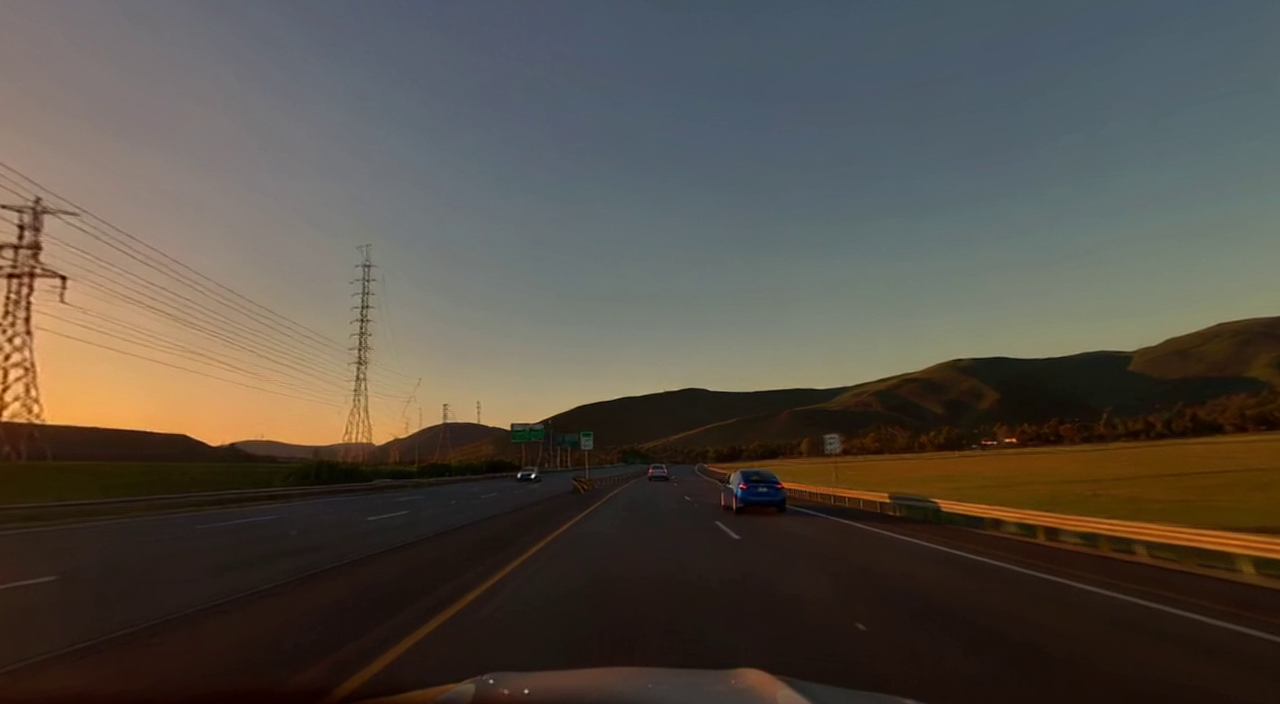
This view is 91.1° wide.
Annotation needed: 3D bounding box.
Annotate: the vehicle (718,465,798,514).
[{"bbox_3d":[4.043,4.798,22.187,1.985,1.521,3.904,1,-10,-1],"label":"vehicle"}]
